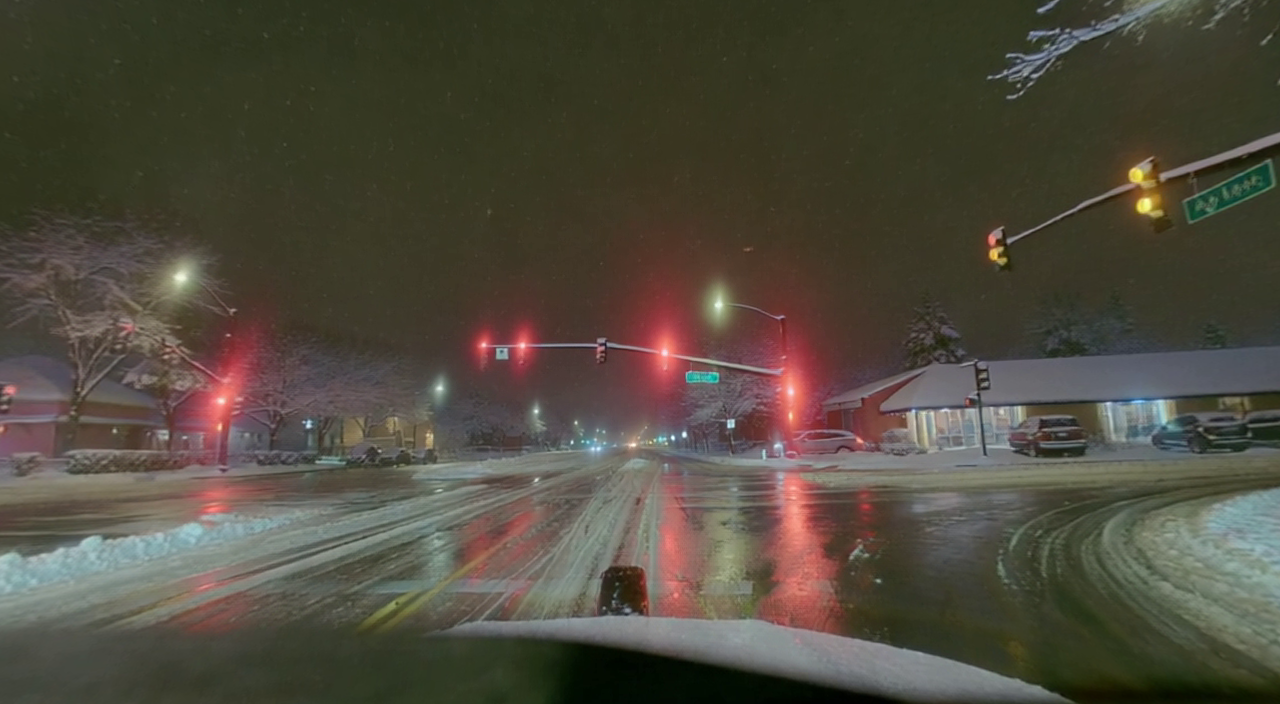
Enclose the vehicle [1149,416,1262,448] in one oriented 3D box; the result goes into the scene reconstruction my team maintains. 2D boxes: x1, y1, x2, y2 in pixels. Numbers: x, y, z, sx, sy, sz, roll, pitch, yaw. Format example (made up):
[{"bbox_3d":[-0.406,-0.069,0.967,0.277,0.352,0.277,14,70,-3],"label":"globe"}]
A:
[{"bbox_3d":[28.270,4.070,31.714,1.799,1.459,4.266,-1,-8,3],"label":"vehicle"}]
